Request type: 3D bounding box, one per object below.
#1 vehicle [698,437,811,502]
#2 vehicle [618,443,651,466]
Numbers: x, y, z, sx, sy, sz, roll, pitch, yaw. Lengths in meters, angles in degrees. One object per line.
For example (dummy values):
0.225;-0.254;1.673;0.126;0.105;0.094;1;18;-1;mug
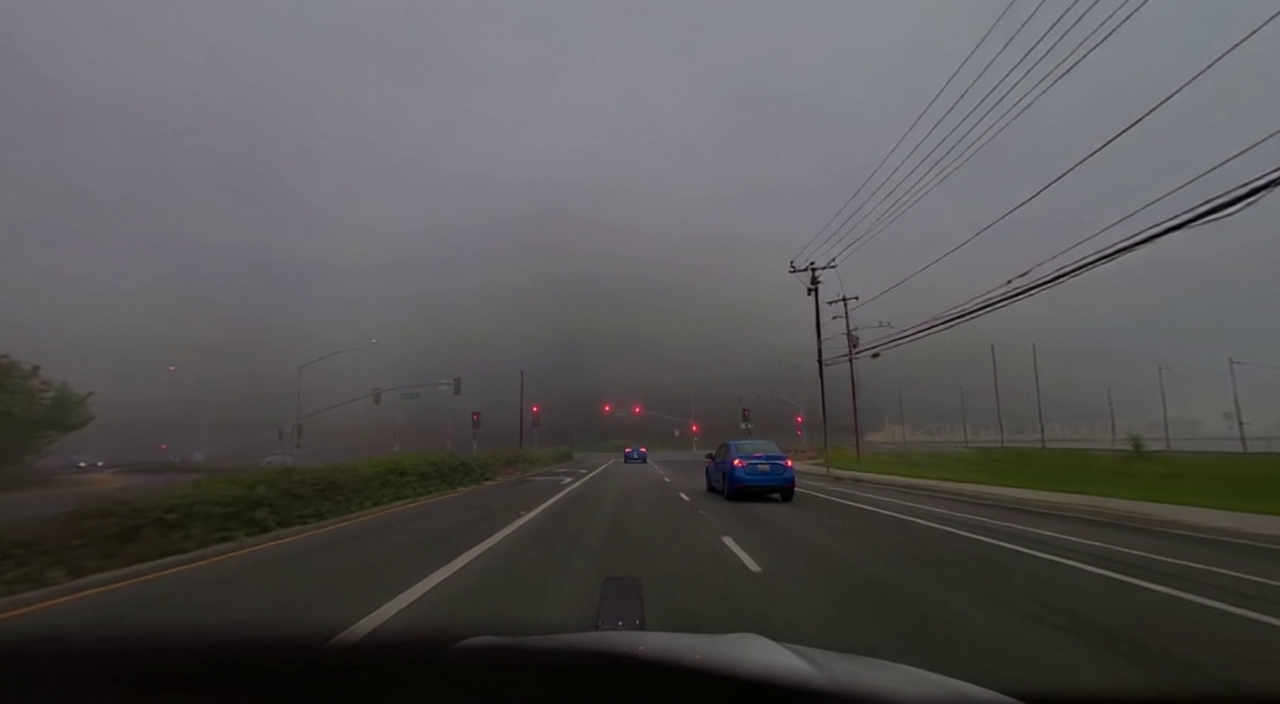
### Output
2.793;2.990;16.473;2.004;1.448;4.263;0;-9;-2;vehicle
-0.367;6.834;42.214;2.110;1.466;3.860;0;-9;-1;vehicle
